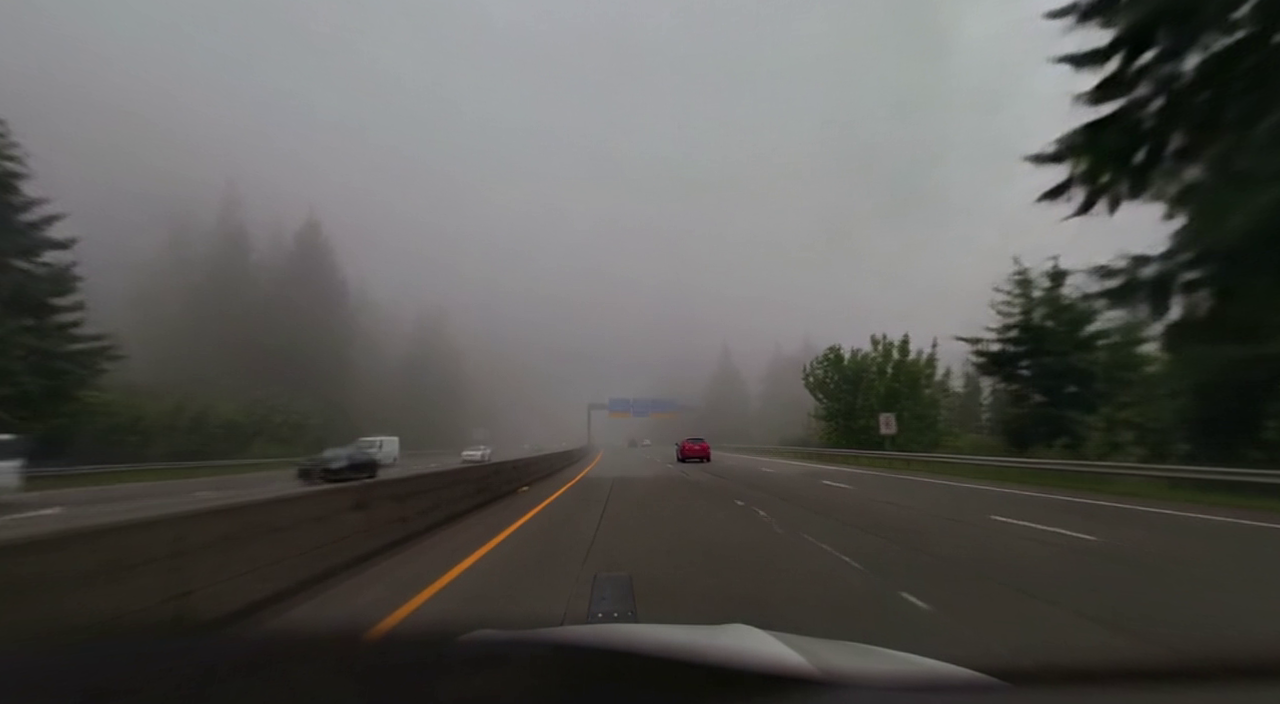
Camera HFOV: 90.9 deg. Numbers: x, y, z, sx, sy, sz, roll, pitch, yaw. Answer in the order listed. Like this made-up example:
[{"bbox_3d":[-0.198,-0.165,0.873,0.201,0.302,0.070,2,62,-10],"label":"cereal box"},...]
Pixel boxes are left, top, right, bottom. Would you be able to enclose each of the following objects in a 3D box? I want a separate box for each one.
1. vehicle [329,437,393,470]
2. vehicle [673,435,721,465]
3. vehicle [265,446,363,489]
[{"bbox_3d":[-17.620,6.376,39.993,2.003,1.981,4.635,0,-8,-1],"label":"vehicle"},{"bbox_3d":[2.998,5.251,33.956,1.958,1.526,4.227,1,-8,-3],"label":"vehicle"},{"bbox_3d":[-12.719,4.502,24.841,1.966,1.488,3.645,0,-8,-2],"label":"vehicle"}]
